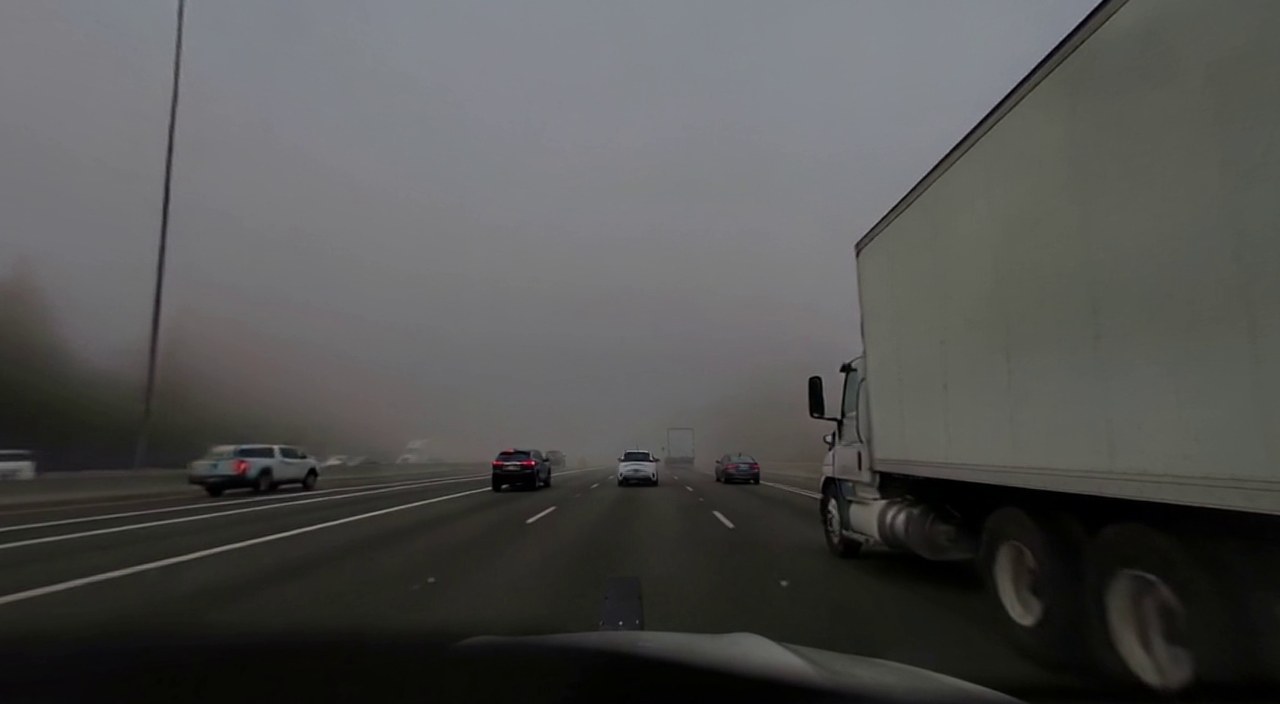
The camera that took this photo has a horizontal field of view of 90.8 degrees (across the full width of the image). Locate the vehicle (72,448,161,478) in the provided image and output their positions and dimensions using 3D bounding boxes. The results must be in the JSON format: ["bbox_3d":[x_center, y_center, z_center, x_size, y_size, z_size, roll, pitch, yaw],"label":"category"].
[{"bbox_3d":[-30.514,6.448,36.987,1.846,1.600,3.759,0,-9,2],"label":"vehicle"}]

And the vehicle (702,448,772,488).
[{"bbox_3d":[4.013,4.872,26.929,2.146,1.482,4.665,0,-9,-1],"label":"vehicle"}]

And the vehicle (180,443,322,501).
[{"bbox_3d":[-13.224,4.068,21.886,1.946,1.773,4.446,-1,-9,2],"label":"vehicle"}]

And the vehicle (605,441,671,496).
[{"bbox_3d":[-0.036,4.020,22.246,2.103,1.717,4.399,0,-9,1],"label":"vehicle"}]

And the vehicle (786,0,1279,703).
[{"bbox_3d":[3.717,0.379,5.005,2.836,3.508,8.723,0,-9,-1],"label":"vehicle"}]

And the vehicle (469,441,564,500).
[{"bbox_3d":[-3.853,3.777,20.602,1.988,1.696,4.754,-1,-9,2],"label":"vehicle"}]
